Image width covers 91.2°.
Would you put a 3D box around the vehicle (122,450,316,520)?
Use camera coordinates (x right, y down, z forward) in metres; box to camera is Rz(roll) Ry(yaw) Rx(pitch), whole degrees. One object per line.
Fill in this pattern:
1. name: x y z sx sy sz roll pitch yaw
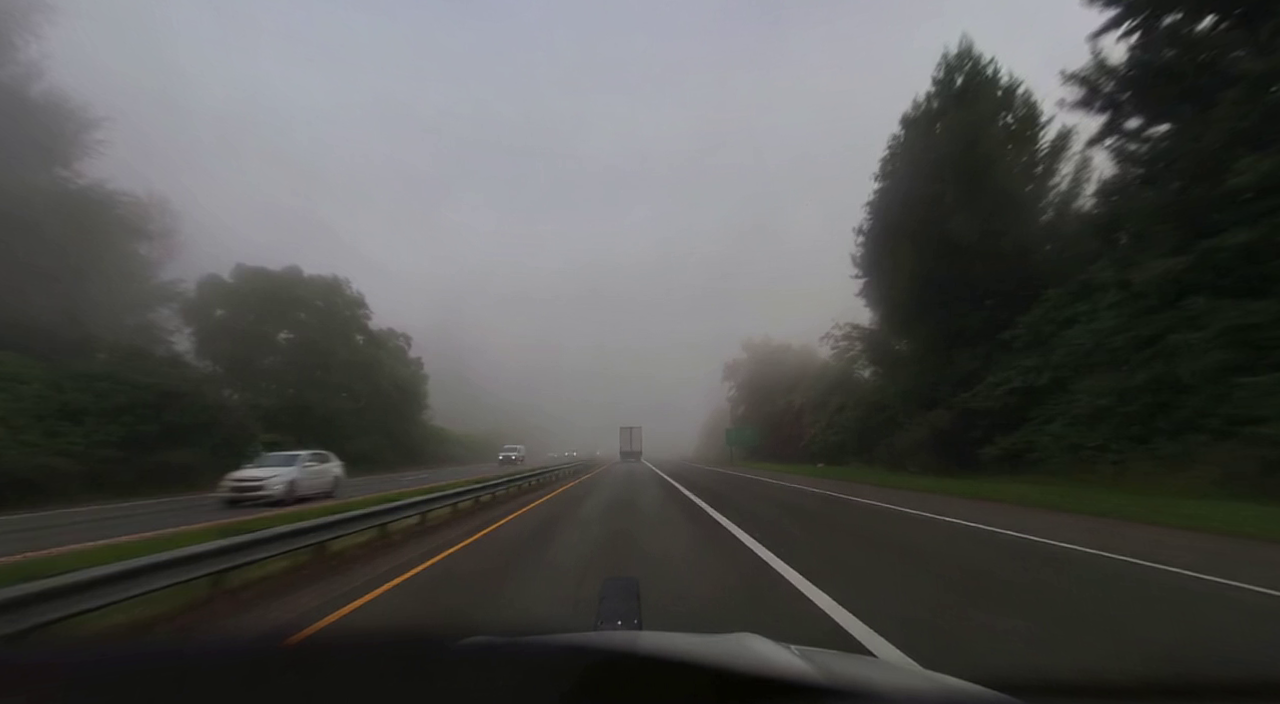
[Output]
1. vehicle: -10.800 3.393 16.625 1.938 1.555 4.651 0 -9 0
